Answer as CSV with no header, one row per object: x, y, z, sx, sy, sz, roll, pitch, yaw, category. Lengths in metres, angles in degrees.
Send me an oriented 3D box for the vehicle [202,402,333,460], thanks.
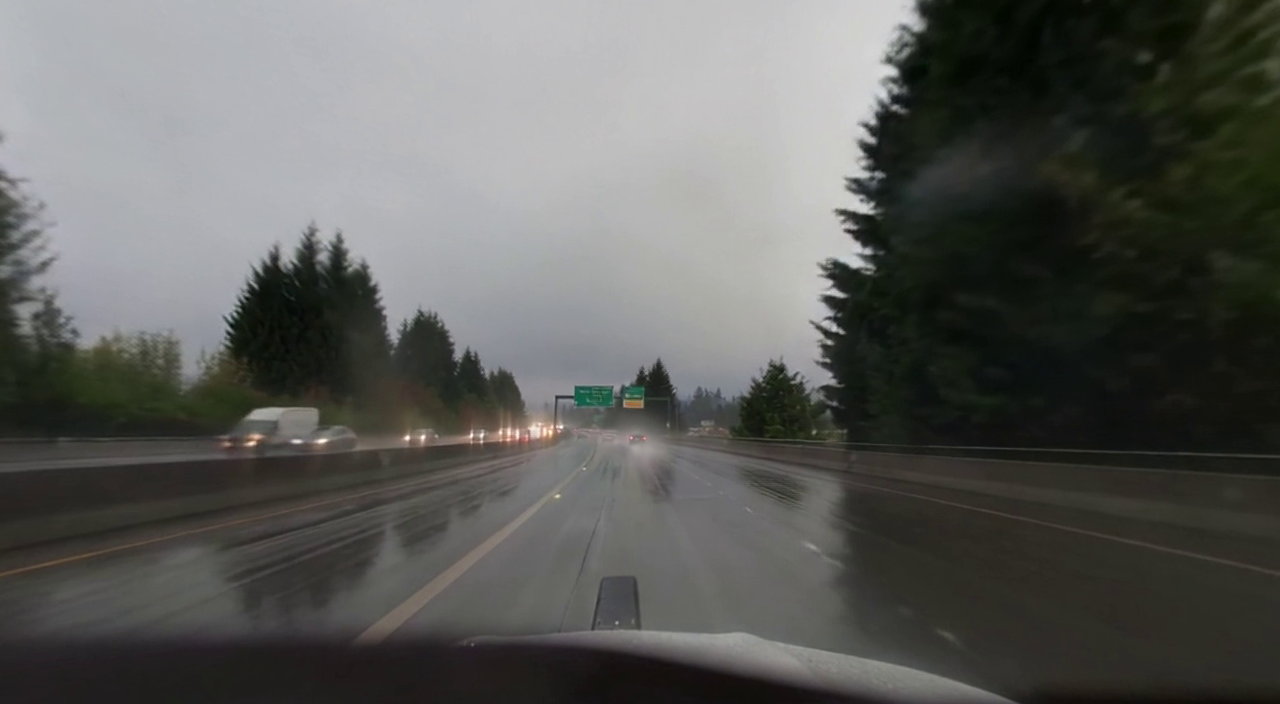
-17.612,3.833,30.406,2.250,2.480,6.853,0,-8,-2,vehicle
